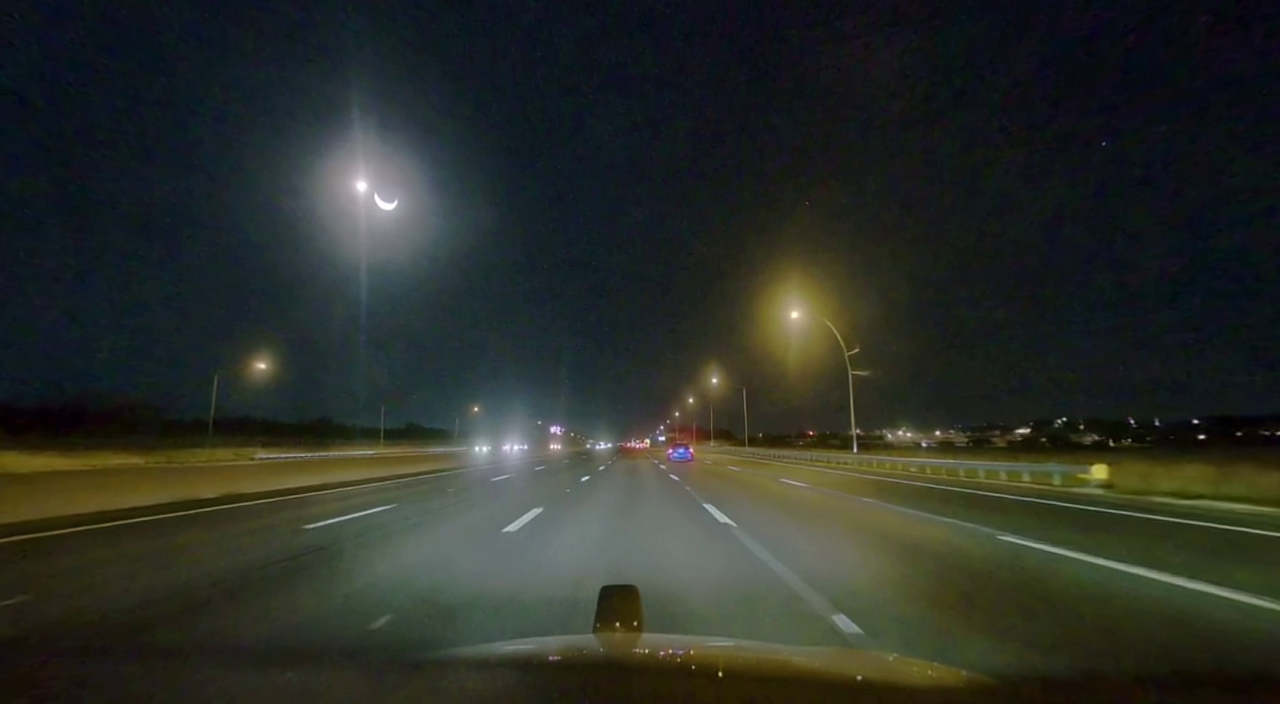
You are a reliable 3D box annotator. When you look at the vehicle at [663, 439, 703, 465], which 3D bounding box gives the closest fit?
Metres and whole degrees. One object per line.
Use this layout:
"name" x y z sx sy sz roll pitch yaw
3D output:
"vehicle" 2.733 6.517 41.412 2.270 1.615 3.770 0 -8 -1
